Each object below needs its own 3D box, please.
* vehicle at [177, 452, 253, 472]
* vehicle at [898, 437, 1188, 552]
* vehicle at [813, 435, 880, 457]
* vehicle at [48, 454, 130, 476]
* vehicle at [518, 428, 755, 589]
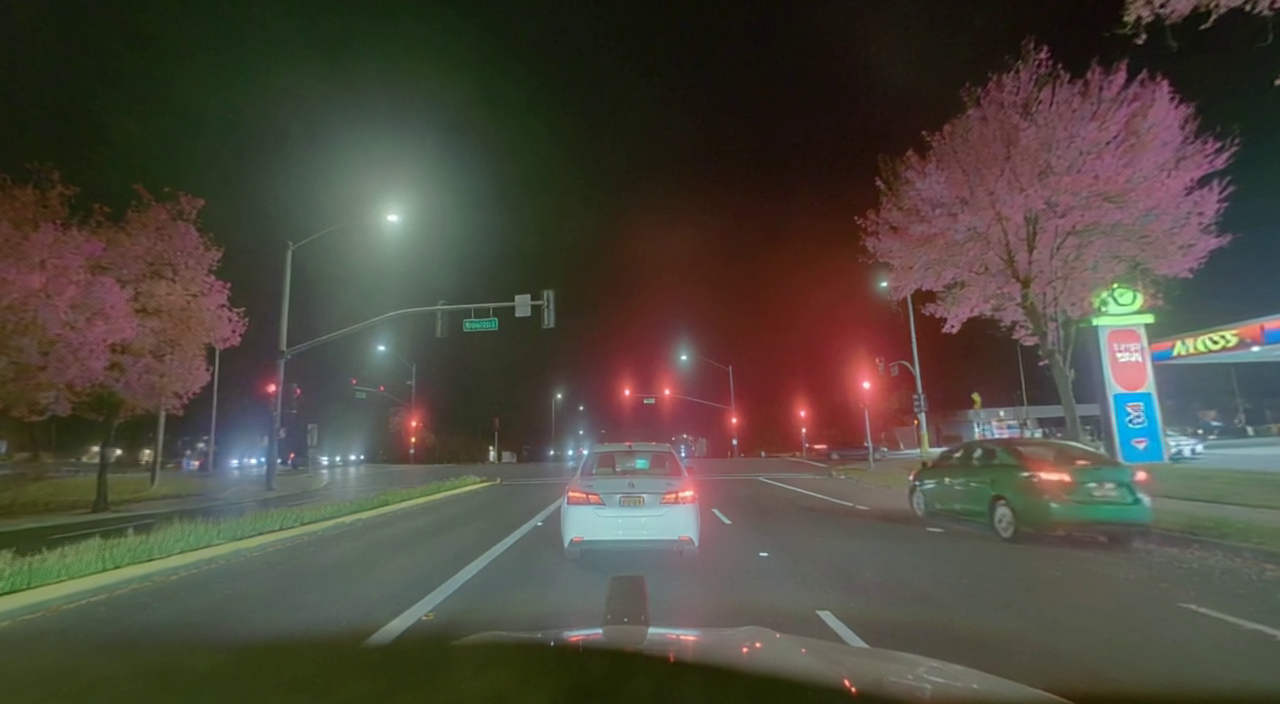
[{"bbox_3d":[-31.731,8.182,47.074,4.466,1.438,1.837,-1,-8,5],"label":"vehicle"},{"bbox_3d":[6.266,2.217,10.612,1.942,1.511,4.390,0,-8,0],"label":"vehicle"},{"bbox_3d":[15.141,6.894,46.206,4.458,1.510,1.947,-4,-9,24],"label":"vehicle"},{"bbox_3d":[-40.077,8.224,45.896,4.609,1.465,1.944,-2,-8,11],"label":"vehicle"},{"bbox_3d":[-0.055,1.762,7.993,2.213,1.482,4.057,0,-8,-1],"label":"vehicle"}]
